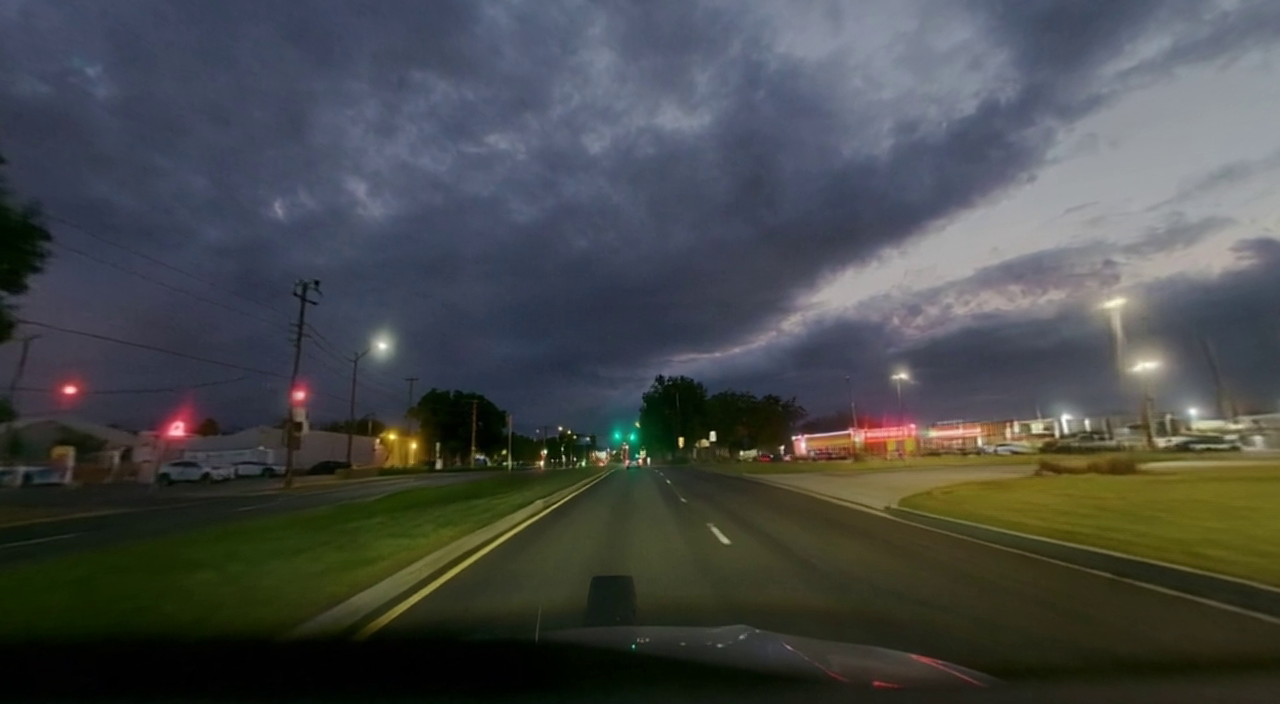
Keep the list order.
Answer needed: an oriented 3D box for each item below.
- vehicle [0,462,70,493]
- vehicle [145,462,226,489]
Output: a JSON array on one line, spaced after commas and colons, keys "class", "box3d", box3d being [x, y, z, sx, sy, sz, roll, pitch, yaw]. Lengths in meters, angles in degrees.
[{"class": "vehicle", "box3d": [-37.512, 7.544, 38.322, 1.903, 1.674, 4.493, 0, -9, -3]}, {"class": "vehicle", "box3d": [-27.750, 7.505, 38.819, 1.808, 1.441, 4.386, 0, -9, -1]}]
